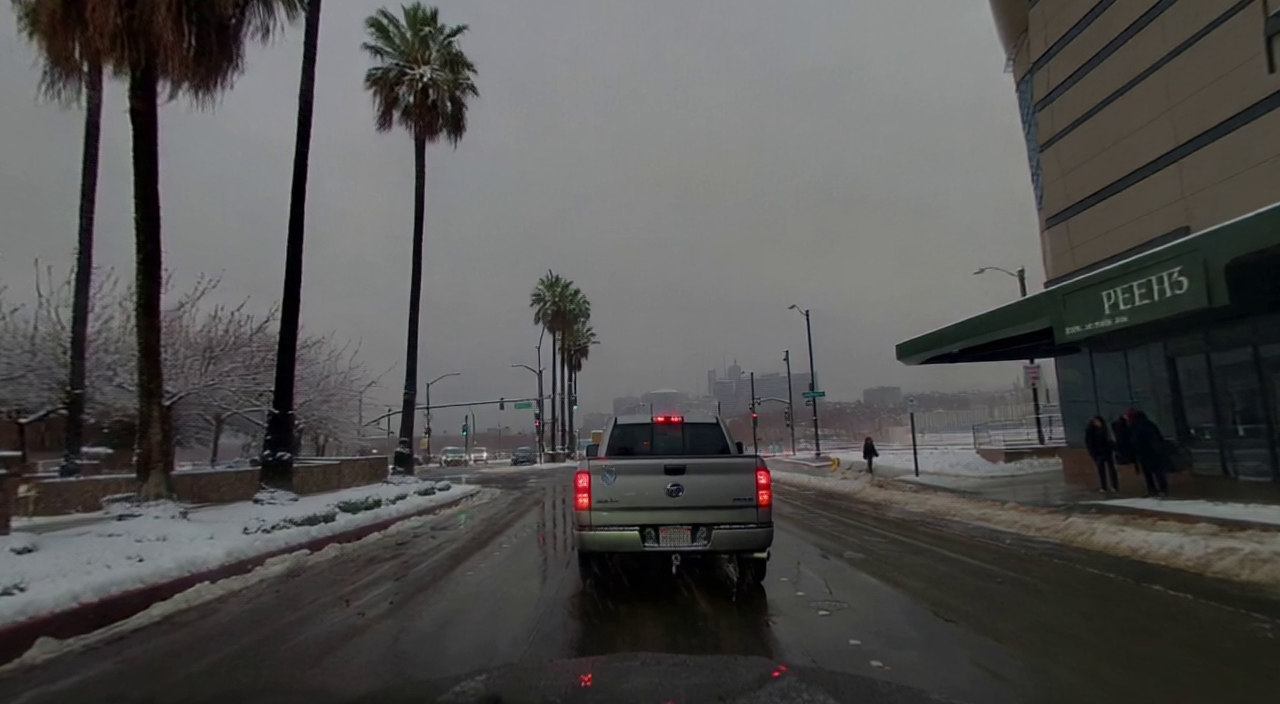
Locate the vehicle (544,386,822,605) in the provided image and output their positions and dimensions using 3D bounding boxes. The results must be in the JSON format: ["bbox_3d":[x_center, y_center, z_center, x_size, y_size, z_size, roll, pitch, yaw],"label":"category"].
[{"bbox_3d":[0.404,1.587,7.981,2.311,1.819,5.255,0,-8,1],"label":"vehicle"}]

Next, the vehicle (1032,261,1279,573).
[{"bbox_3d":[7.844,0.874,8.578,2.666,3.345,3.622,-3,-9,7],"label":"vehicle"}]
